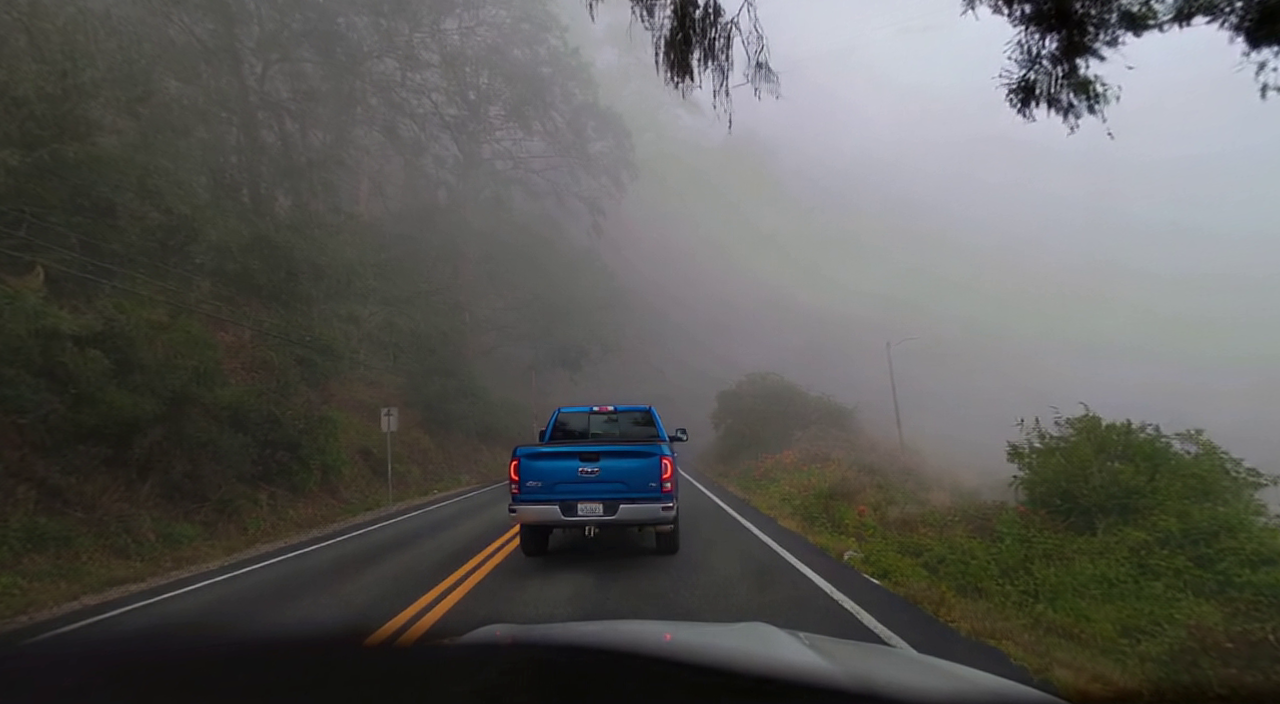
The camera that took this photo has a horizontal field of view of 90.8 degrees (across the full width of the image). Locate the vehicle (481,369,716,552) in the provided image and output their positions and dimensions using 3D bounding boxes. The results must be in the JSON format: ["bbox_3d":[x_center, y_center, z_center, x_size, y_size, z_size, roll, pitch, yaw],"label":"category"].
[{"bbox_3d":[-0.532,1.744,10.697,2.837,2.223,5.885,0,-8,-1],"label":"vehicle"}]
